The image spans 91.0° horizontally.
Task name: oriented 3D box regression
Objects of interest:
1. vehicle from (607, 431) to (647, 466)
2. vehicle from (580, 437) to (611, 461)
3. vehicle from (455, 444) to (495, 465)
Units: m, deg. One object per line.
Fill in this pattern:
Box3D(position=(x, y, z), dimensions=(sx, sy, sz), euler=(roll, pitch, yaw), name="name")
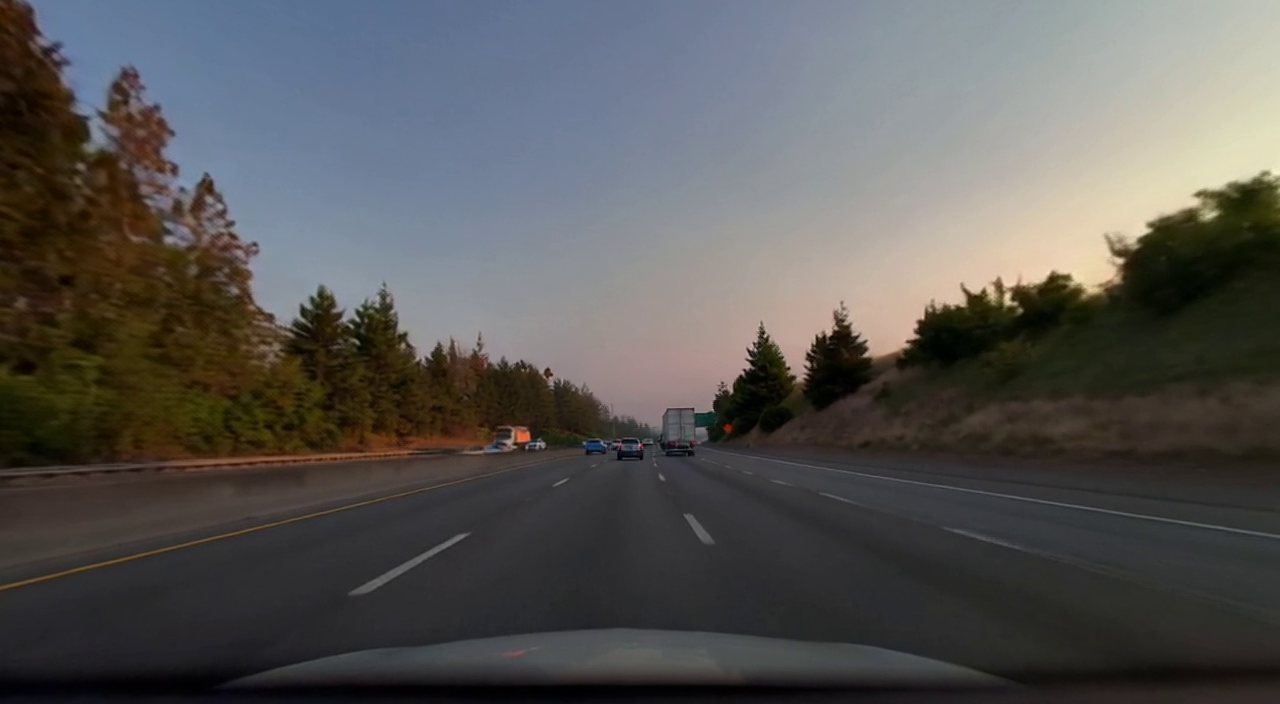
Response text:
Box3D(position=(-0.736, 5.702, 37.312), dimensions=(2.211, 1.933, 4.315), euler=(0, -8, 0), name="vehicle")
Box3D(position=(-3.457, 7.551, 49.162), dimensions=(2.047, 1.757, 4.183), euler=(-1, -8, 1), name="vehicle")
Box3D(position=(-12.442, 7.756, 47.729), dimensions=(1.880, 1.515, 4.210), euler=(-1, -8, 1), name="vehicle")
